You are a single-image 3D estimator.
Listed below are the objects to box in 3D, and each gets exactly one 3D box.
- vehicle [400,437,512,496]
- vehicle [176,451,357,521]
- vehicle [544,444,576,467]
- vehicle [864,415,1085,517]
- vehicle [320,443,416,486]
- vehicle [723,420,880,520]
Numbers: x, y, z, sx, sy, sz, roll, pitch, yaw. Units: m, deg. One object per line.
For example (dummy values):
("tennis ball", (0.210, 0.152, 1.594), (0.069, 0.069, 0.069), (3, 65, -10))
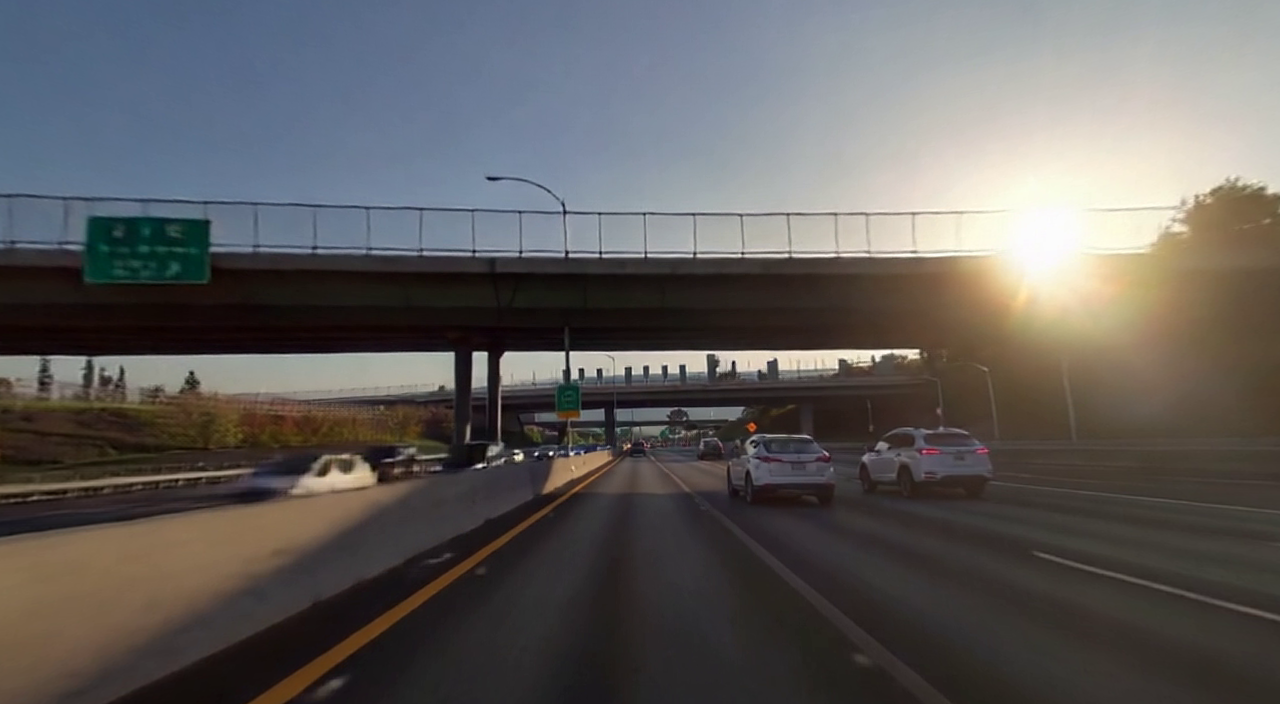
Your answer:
("vehicle", (-5.610, 3.540, 19.964), (2.184, 1.638, 4.522), (0, -8, 0))
("vehicle", (-9.351, 3.338, 16.349), (2.020, 1.494, 4.353), (0, -8, 0))
("vehicle", (-5.877, 7.622, 46.651), (1.827, 1.619, 3.866), (0, -8, 0))
("vehicle", (6.871, 2.404, 13.811), (2.040, 1.801, 4.959), (0, -8, -1))
("vehicle", (-13.304, 5.495, 31.403), (2.211, 1.919, 5.718), (0, -8, 1))
("vehicle", (3.075, 2.358, 13.106), (2.059, 1.711, 4.302), (0, -8, 0))
